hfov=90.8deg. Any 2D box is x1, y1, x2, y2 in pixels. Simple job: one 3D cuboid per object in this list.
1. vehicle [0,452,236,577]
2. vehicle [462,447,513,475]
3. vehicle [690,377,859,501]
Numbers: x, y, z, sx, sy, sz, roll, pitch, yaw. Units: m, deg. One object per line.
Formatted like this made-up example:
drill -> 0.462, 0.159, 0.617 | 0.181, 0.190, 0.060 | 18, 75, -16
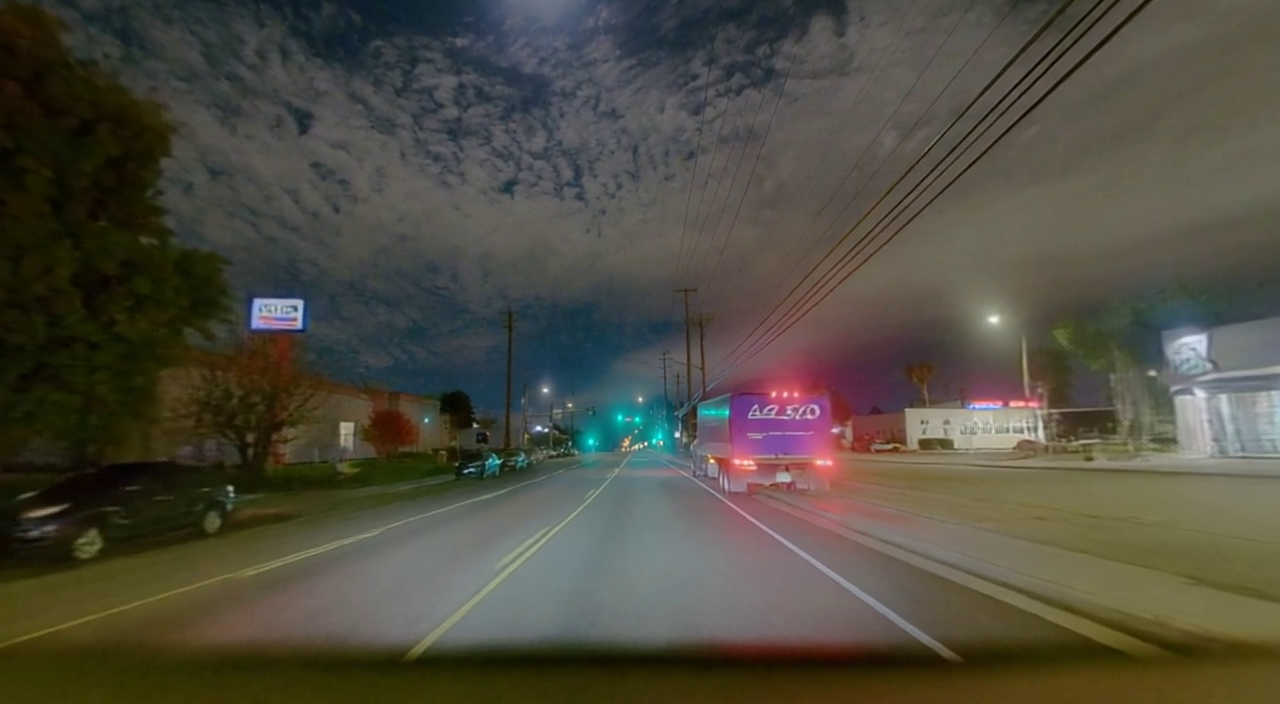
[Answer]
vehicle -> -8.966, 2.391, 10.094 | 1.864, 1.529, 4.677 | 0, -9, 1
vehicle -> -8.682, 6.246, 36.396 | 1.939, 1.480, 4.632 | 0, -9, -3
vehicle -> 3.759, 2.871, 20.652 | 3.168, 3.106, 9.350 | 0, -8, -2
